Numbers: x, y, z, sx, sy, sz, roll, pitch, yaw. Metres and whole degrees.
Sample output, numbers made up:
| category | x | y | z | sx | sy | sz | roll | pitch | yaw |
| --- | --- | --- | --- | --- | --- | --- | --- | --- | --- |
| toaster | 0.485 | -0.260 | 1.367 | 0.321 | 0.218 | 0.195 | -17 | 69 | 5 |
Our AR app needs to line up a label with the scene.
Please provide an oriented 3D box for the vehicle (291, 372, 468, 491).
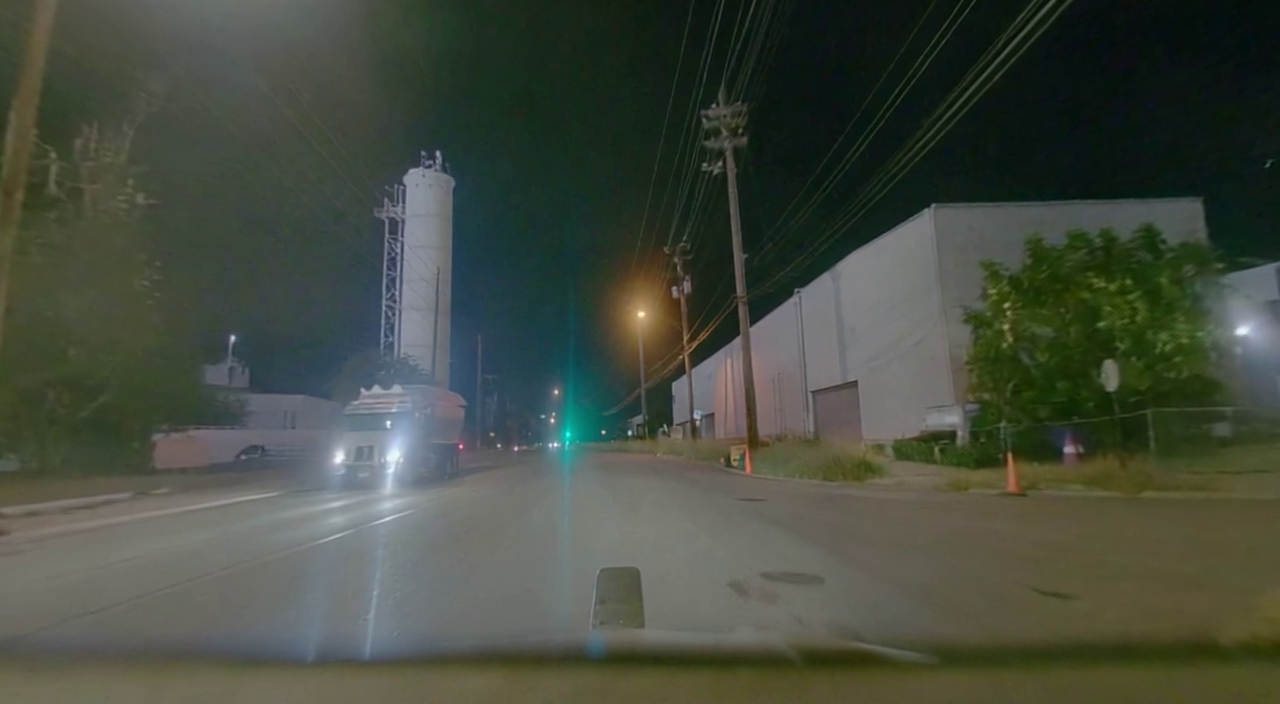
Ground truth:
| category | x | y | z | sx | sy | sz | roll | pitch | yaw |
| --- | --- | --- | --- | --- | --- | --- | --- | --- | --- |
| vehicle | -8.229 | 2.702 | 21.373 | 2.991 | 3.173 | 7.929 | -1 | -8 | -3 |
